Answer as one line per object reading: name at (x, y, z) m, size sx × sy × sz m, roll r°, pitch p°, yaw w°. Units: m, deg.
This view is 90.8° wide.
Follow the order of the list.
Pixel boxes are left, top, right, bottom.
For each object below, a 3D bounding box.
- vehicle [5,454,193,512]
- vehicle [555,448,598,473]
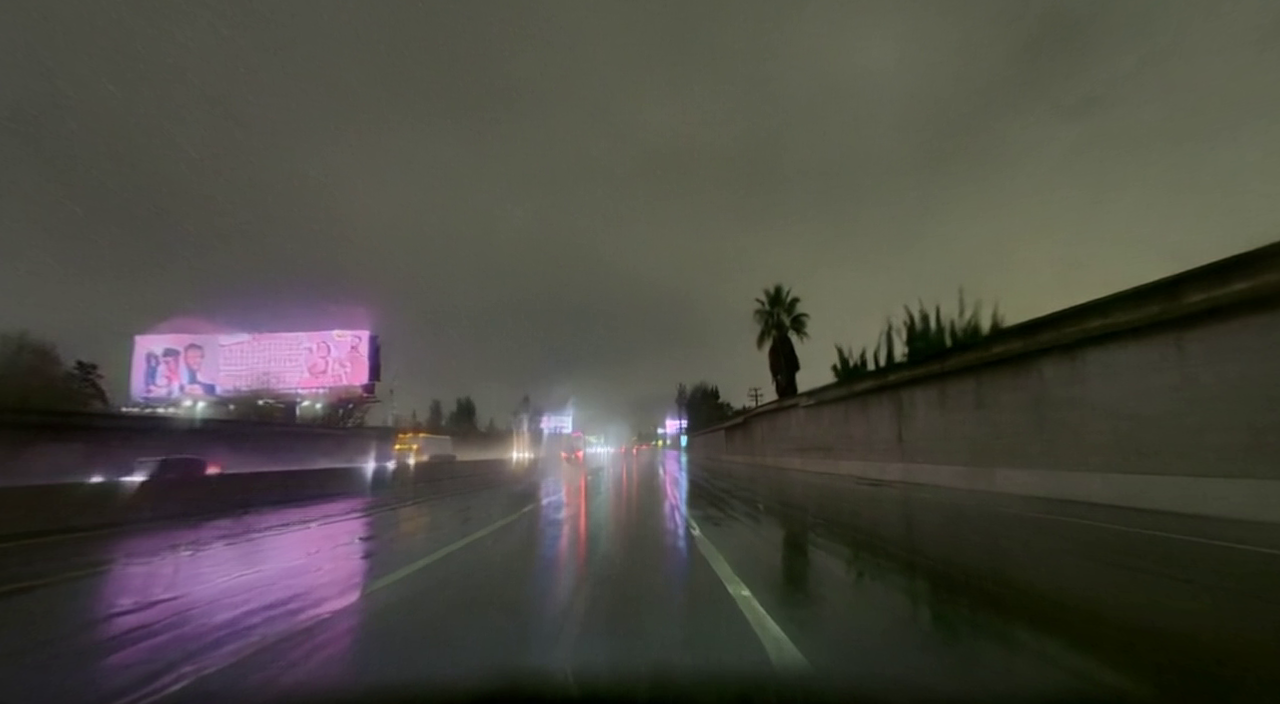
vehicle at (-15.478, 3.723, 18.408) m, size 2.001 × 1.437 × 3.855 m, roll 0°, pitch -9°, yaw 0°
vehicle at (-3.912, 6.762, 39.795) m, size 2.078 × 1.457 × 4.648 m, roll 0°, pitch -9°, yaw 2°
